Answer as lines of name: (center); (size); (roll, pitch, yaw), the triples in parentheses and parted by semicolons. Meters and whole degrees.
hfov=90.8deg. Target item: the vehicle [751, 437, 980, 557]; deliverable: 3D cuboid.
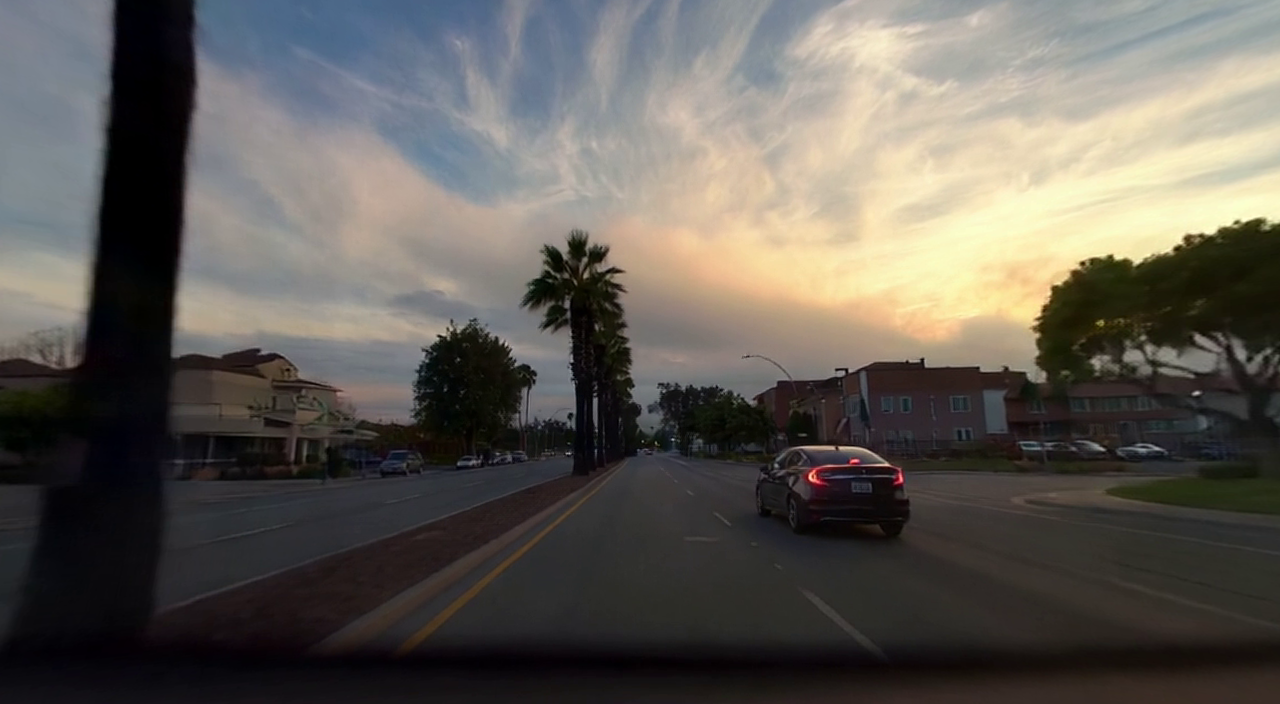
vehicle: (3.262, 2.198, 10.371); (1.989, 1.492, 4.689); (0, -9, -1)
